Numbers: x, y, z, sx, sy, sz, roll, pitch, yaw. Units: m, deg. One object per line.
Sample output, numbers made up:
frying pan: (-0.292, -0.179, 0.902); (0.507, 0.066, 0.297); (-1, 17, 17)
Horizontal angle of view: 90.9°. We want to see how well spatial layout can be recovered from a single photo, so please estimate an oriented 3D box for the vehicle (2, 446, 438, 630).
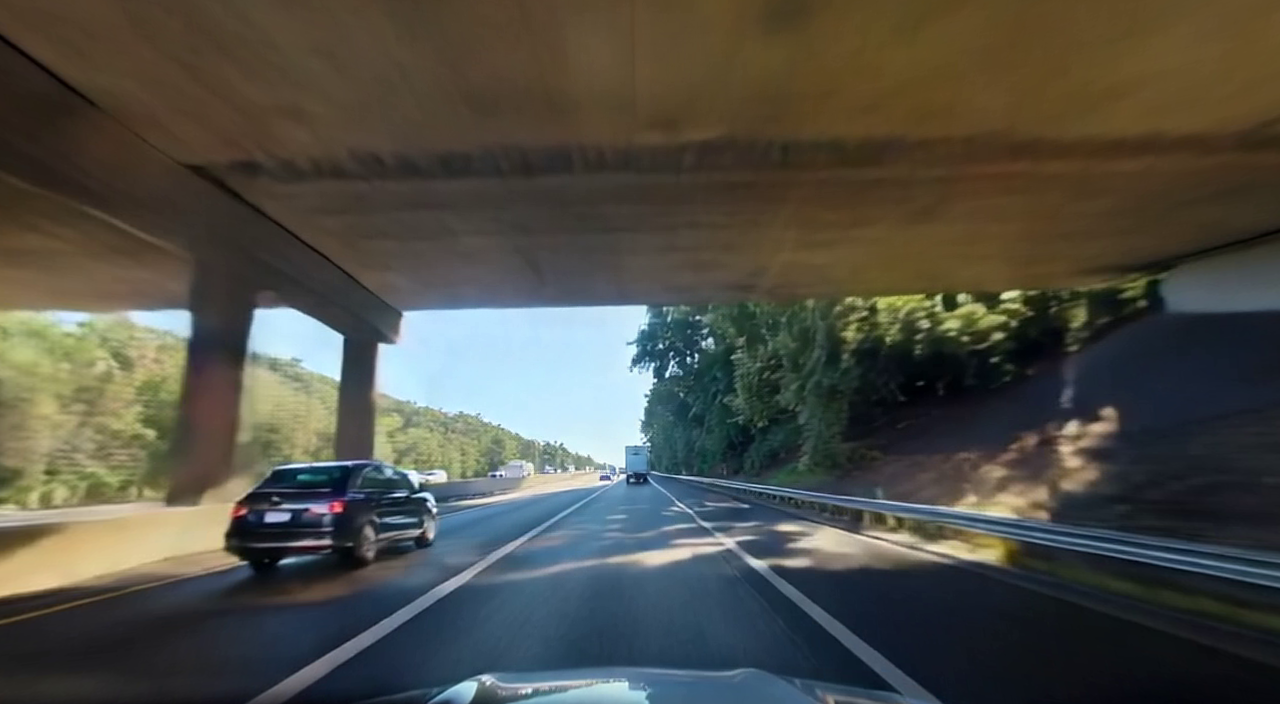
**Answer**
vehicle: (-4.249, 1.983, 7.663); (1.950, 1.460, 4.812); (1, -11, 0)
